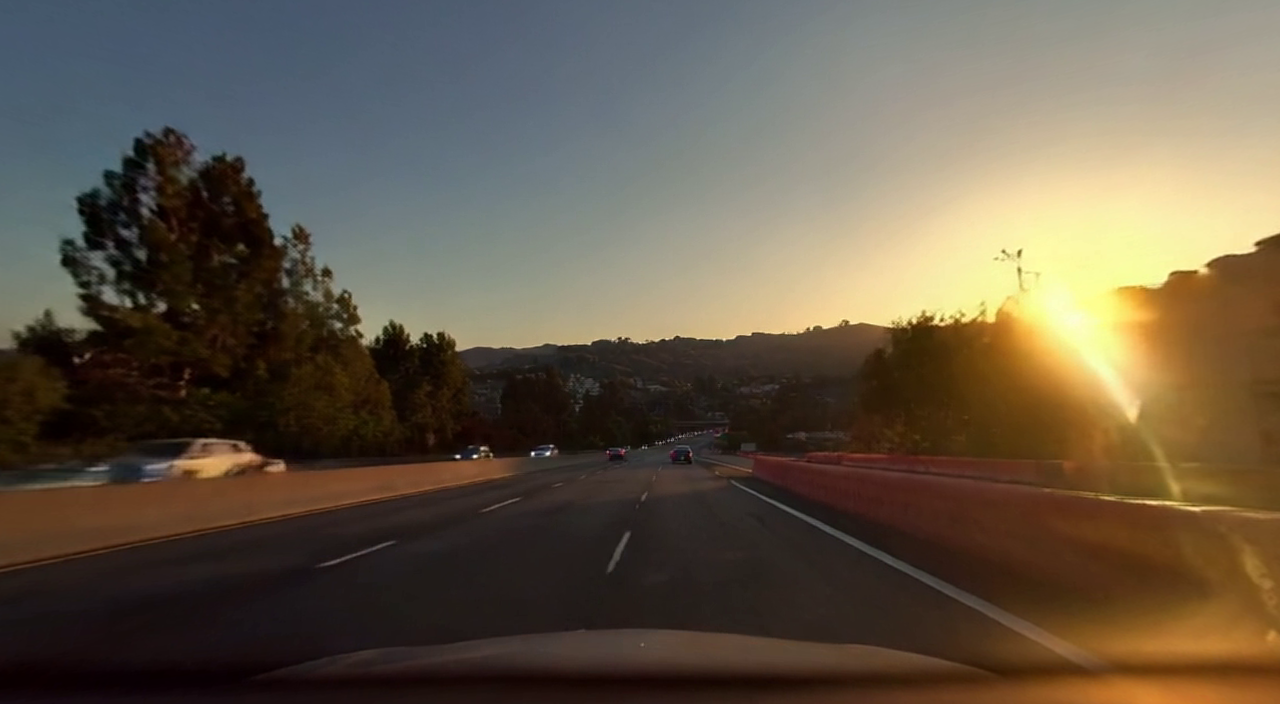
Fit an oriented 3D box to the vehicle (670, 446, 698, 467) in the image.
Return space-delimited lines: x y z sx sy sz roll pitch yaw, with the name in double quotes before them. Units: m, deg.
"vehicle" 3.437 8.233 49.883 1.974 1.557 4.479 0 -9 1
